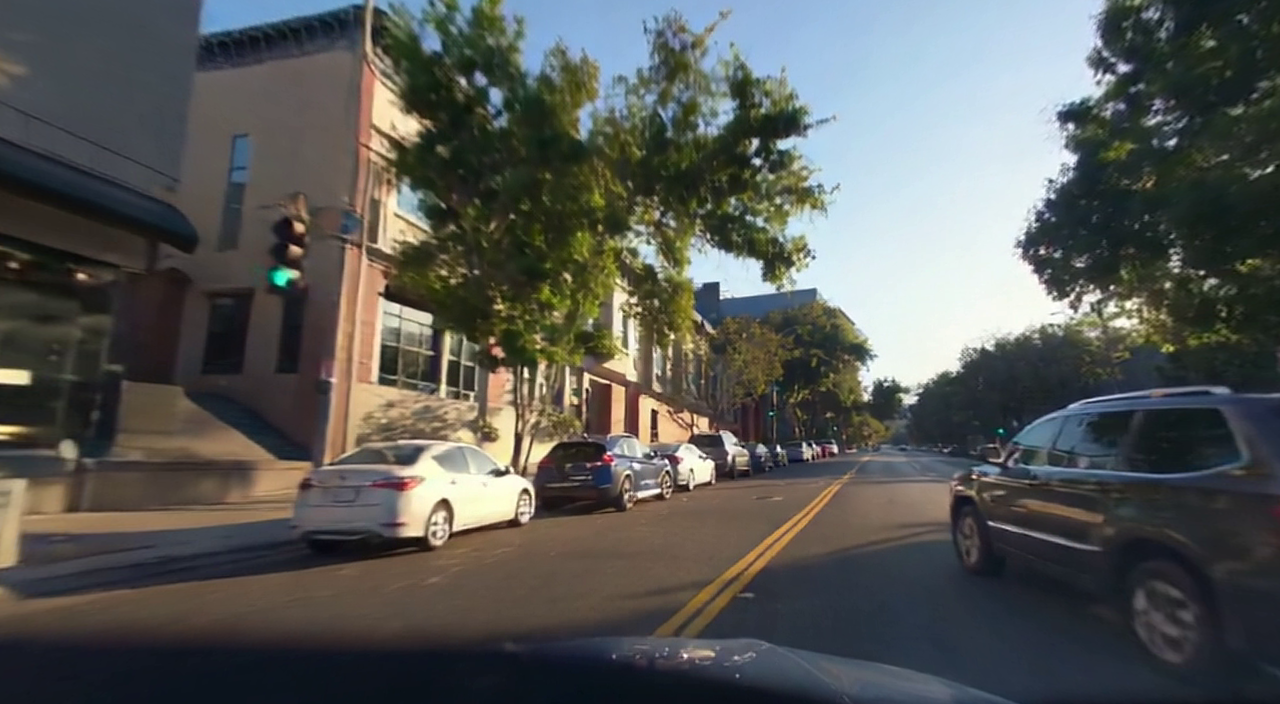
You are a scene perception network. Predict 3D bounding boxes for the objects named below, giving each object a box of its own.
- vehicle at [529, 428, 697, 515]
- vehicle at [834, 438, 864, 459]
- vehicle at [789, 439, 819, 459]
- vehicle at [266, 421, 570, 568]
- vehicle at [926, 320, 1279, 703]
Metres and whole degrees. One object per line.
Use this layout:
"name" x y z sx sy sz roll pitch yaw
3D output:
"vehicle" -0.386 2.689 14.791 2.179 1.658 4.765 -3 -9 21
"vehicle" 15.760 7.228 47.341 1.852 1.465 4.092 -3 -9 21
"vehicle" 12.766 7.510 48.844 1.842 1.497 4.238 -3 -9 20
"vehicle" -2.905 1.939 9.454 1.922 1.628 4.291 -3 -9 20
"vehicle" 4.414 1.040 4.563 2.411 1.899 5.993 -1 -8 6
